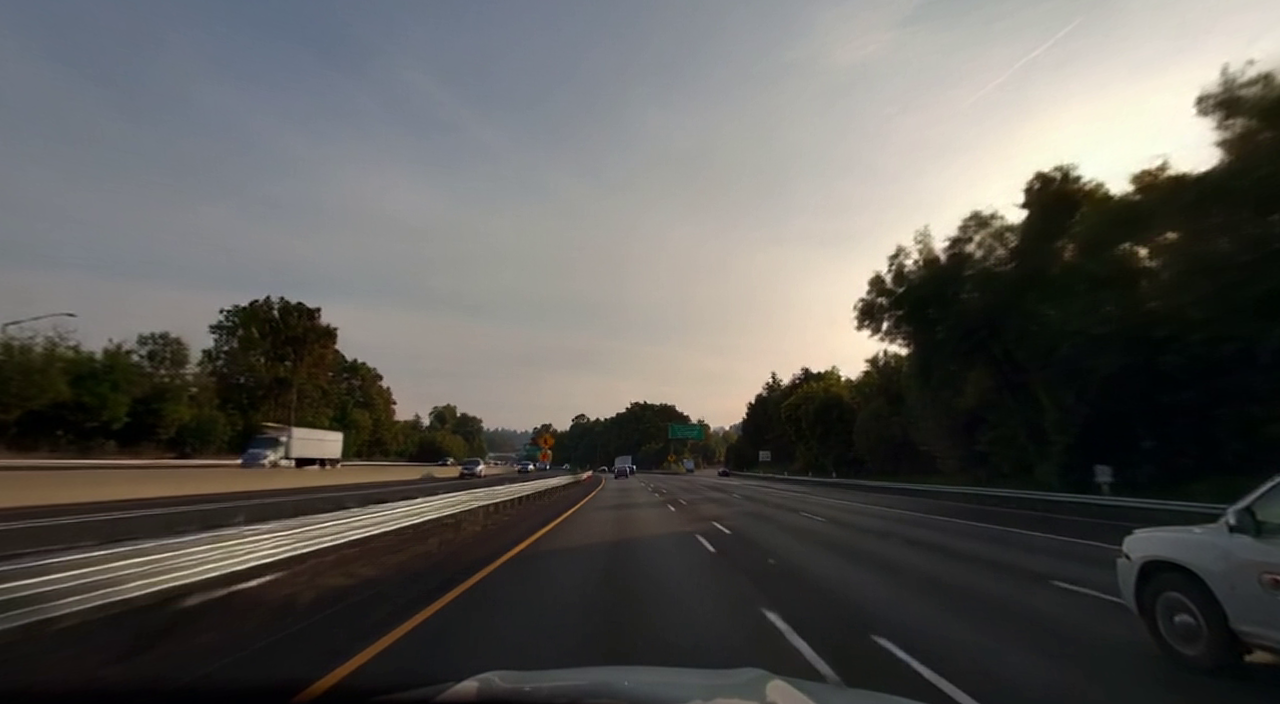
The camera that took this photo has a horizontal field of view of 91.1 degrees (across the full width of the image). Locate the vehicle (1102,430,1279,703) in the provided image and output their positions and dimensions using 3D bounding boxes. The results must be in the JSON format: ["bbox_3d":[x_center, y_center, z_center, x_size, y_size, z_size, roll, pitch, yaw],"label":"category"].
[{"bbox_3d":[4.127,0.938,1.877,1.965,1.502,4.599,1,-10,0],"label":"vehicle"}]
